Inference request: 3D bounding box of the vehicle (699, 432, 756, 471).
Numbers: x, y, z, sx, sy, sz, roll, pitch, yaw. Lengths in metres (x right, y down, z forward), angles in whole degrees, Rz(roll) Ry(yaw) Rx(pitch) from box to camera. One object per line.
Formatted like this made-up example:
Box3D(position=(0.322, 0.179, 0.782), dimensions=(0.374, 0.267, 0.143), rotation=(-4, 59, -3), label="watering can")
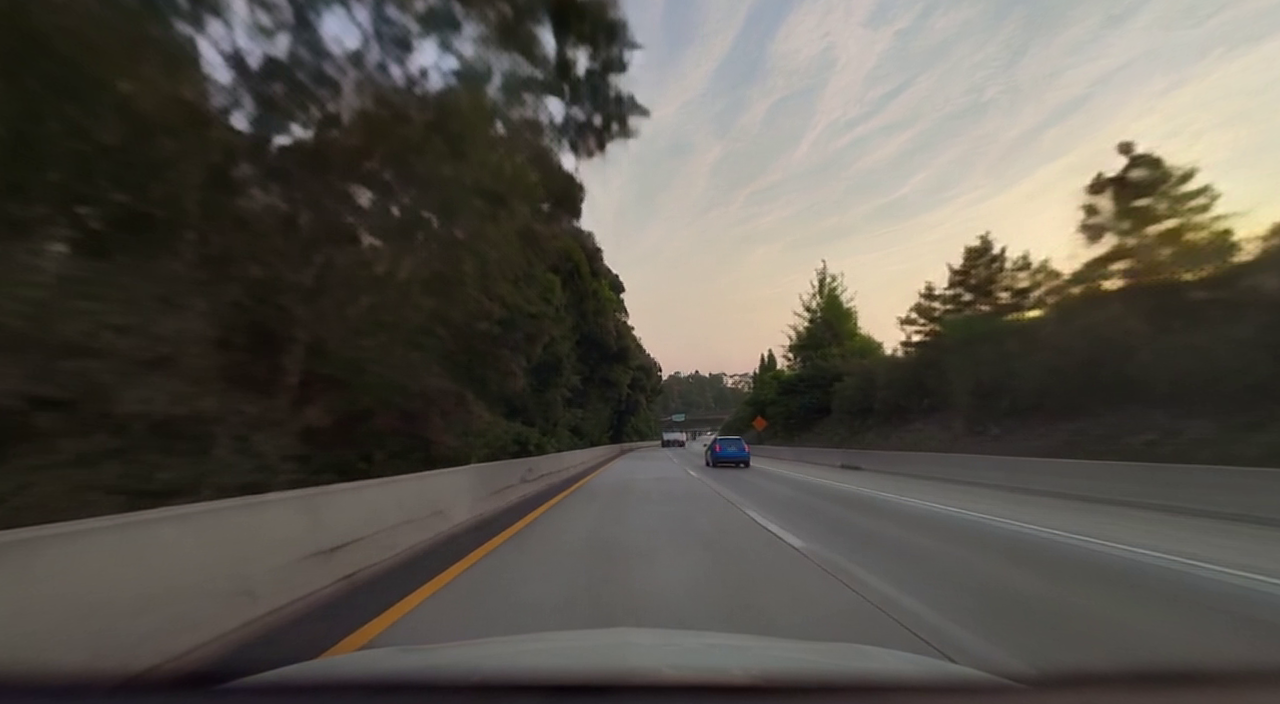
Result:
Box3D(position=(3.987, 4.612, 29.335), dimensions=(2.022, 1.663, 4.245), rotation=(0, -8, 0), label="vehicle")
